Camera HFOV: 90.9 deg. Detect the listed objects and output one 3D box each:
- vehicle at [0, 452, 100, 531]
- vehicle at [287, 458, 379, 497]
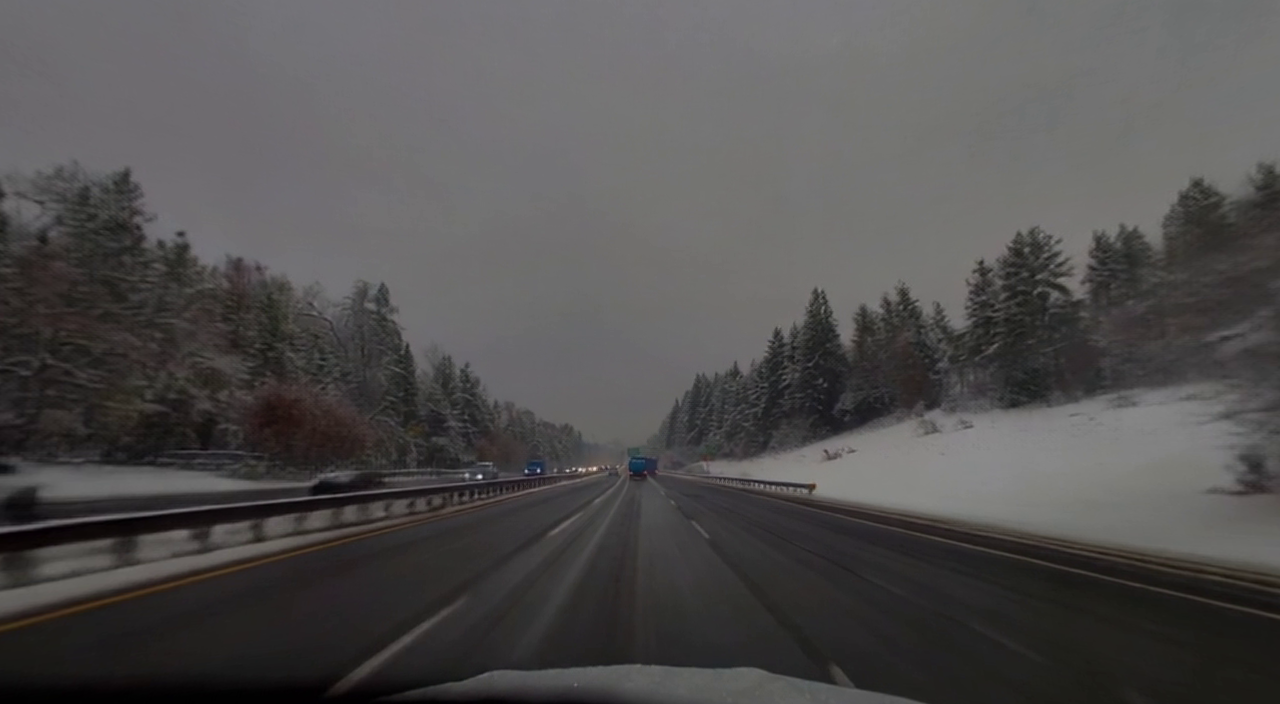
[{"bbox_3d":[-12.988,2.628,11.968,1.856,1.473,4.003,1,-11,0],"label":"vehicle"},{"bbox_3d":[-13.121,5.408,27.221,1.869,1.492,4.057,1,-11,0],"label":"vehicle"}]
